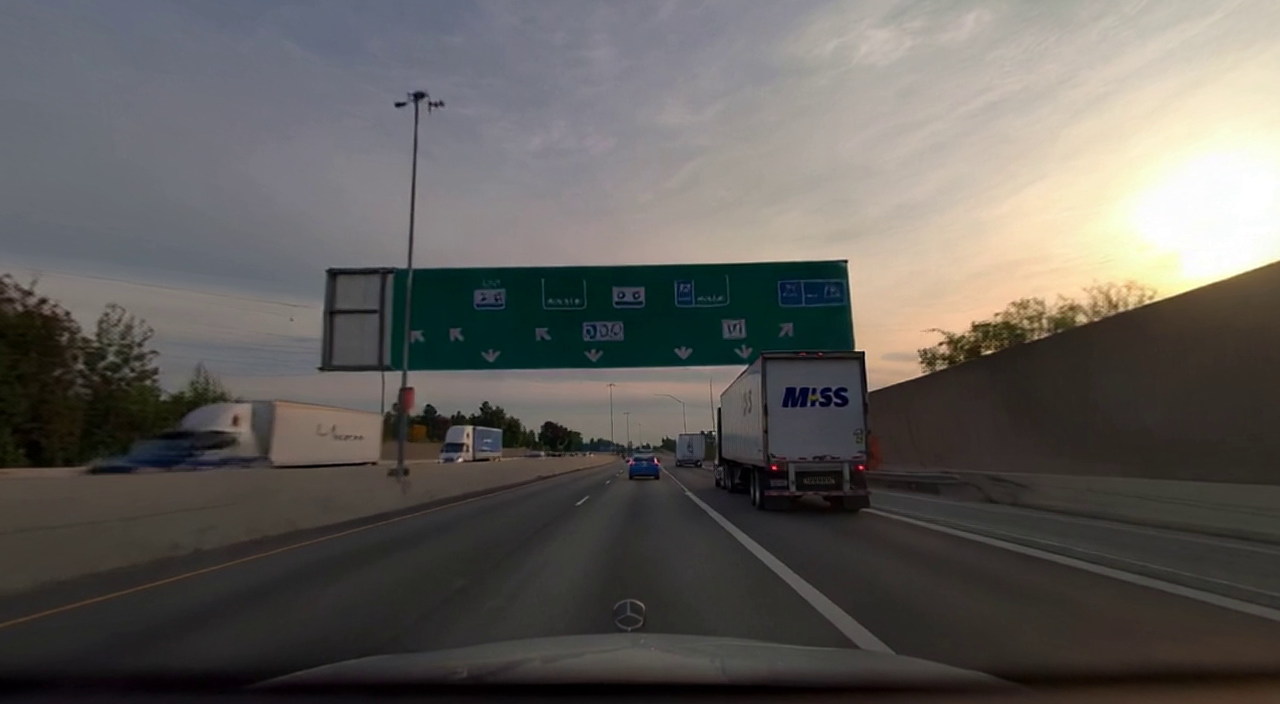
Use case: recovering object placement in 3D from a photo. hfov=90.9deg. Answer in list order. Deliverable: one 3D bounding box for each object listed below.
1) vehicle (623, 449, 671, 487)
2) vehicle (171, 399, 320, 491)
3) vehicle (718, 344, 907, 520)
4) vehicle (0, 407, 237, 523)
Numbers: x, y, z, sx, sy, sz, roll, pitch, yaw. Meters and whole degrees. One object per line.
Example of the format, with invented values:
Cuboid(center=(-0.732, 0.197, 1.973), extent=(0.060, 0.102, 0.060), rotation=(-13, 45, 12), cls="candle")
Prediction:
Cuboid(center=(0.358, 5.492, 30.137), extent=(2.121, 1.642, 3.828), rotation=(0, -9, 1), cls="vehicle")
Cuboid(center=(-18.210, 4.387, 29.668), extent=(2.986, 3.895, 5.845), rotation=(0, -9, 0), cls="vehicle")
Cuboid(center=(4.873, 2.939, 21.863), extent=(3.002, 4.104, 14.174), rotation=(0, -9, 2), cls="vehicle")
Cuboid(center=(-13.728, 2.896, 16.594), extent=(2.348, 2.494, 5.681), rotation=(0, -9, 1), cls="vehicle")
